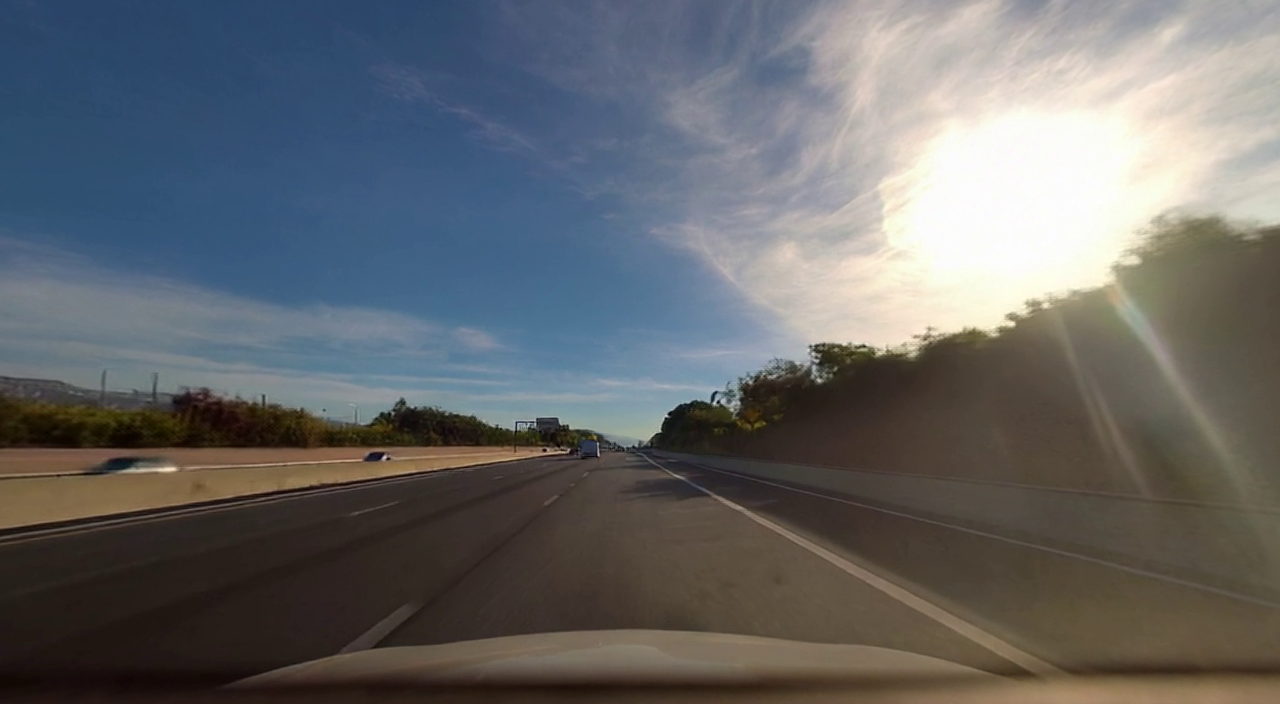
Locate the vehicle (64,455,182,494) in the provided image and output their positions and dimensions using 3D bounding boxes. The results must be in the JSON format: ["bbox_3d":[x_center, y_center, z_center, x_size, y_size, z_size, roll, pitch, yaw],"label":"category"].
[{"bbox_3d":[-21.352,5.035,26.176,1.750,1.450,3.731,0,-9,-1],"label":"vehicle"}]

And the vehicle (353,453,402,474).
[{"bbox_3d":[-18.667,7.924,44.872,1.821,1.437,4.017,0,-9,-2],"label":"vehicle"}]
